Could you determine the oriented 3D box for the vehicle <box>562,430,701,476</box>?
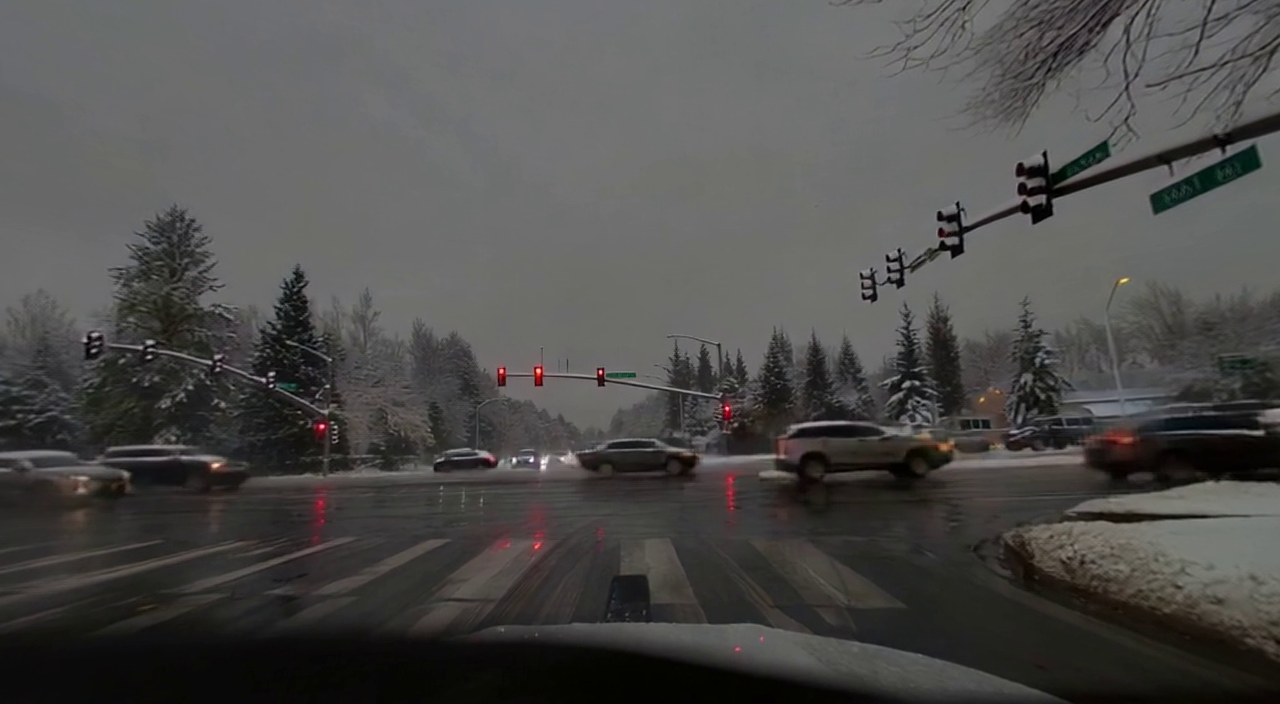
[{"bbox_3d":[-0.218,3.478,21.749,4.606,1.479,1.821,-1,-9,6],"label":"vehicle"}]

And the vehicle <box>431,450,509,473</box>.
[{"bbox_3d":[-11.243,7.236,41.763,4.608,1.481,1.815,-1,-9,6],"label":"vehicle"}]

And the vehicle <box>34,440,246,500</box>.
[{"bbox_3d":[-15.415,3.637,19.624,4.972,1.696,2.148,-1,-9,6],"label":"vehicle"}]

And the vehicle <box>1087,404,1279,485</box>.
[{"bbox_3d":[12.032,1.824,12.494,4.715,1.472,1.905,-1,-9,6],"label":"vehicle"}]

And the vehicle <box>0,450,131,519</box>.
[{"bbox_3d":[-15.477,3.170,15.344,4.808,1.517,1.806,-1,-9,6],"label":"vehicle"}]

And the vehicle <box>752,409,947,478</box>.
[{"bbox_3d":[5.556,2.538,17.371,4.673,1.740,2.150,-1,-9,6],"label":"vehicle"}]
